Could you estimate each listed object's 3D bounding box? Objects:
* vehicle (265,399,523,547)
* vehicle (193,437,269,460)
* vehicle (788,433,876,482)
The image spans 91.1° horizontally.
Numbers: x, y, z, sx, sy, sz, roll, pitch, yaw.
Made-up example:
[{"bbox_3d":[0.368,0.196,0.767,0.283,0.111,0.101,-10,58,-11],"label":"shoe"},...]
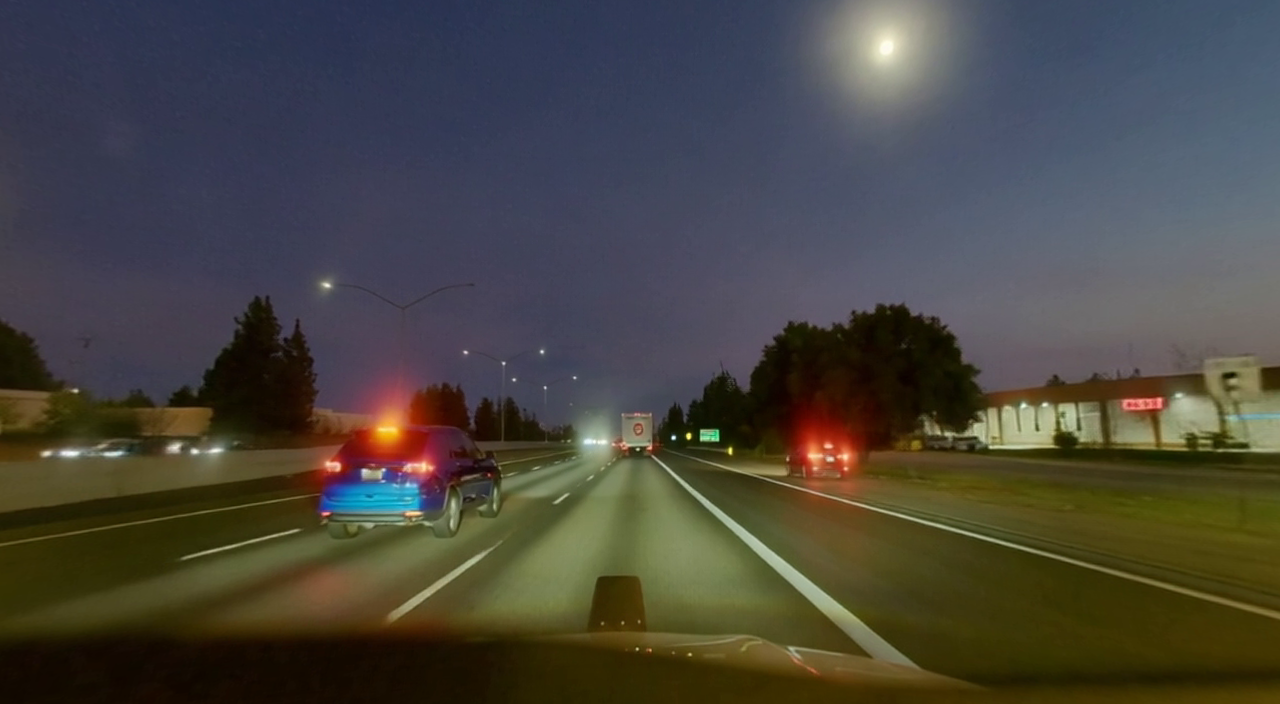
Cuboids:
[{"bbox_3d":[-3.509,1.872,10.313,2.178,1.826,4.933,0,-9,1],"label":"vehicle"},{"bbox_3d":[-29.074,6.882,44.855,2.159,1.556,4.729,0,-9,1],"label":"vehicle"},{"bbox_3d":[7.228,4.023,24.130,1.958,1.681,4.109,0,-9,-2],"label":"vehicle"}]
